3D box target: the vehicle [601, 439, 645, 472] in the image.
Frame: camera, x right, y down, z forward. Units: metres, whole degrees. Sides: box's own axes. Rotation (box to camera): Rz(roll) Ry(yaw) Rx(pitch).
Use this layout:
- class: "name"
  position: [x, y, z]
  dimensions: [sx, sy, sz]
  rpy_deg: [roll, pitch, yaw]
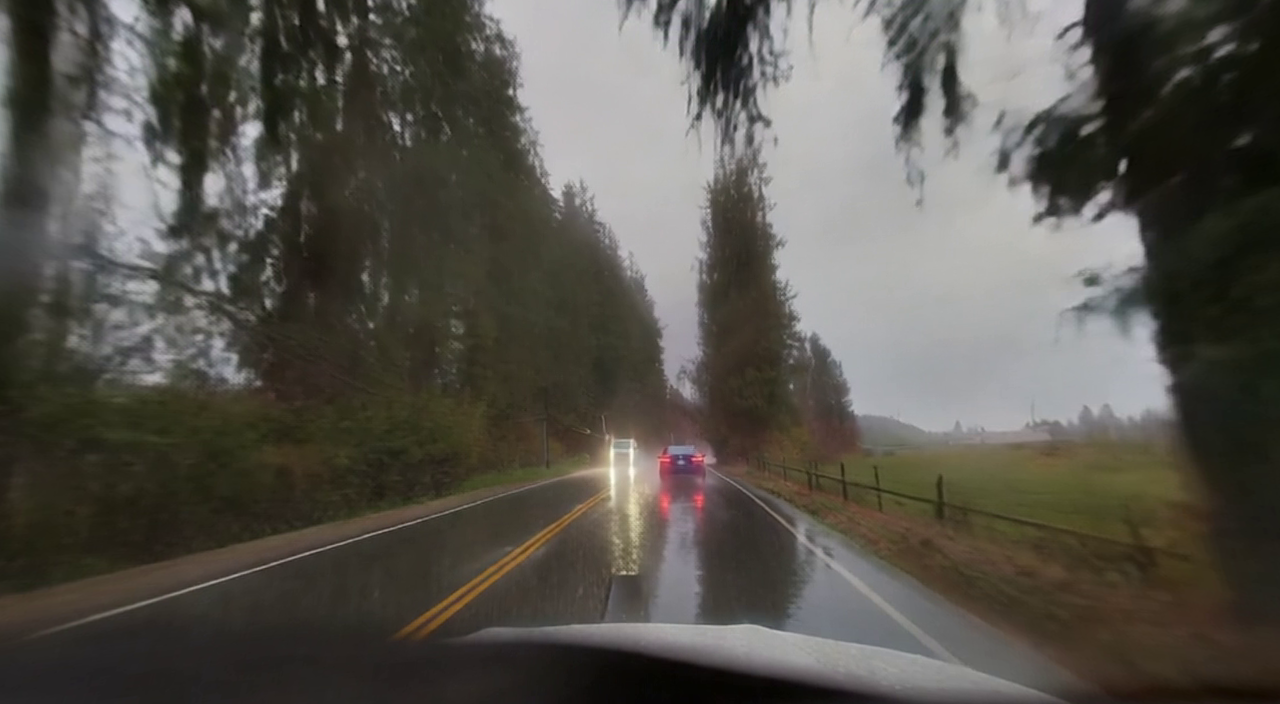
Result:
- class: "vehicle"
  position: [-1.002, 6.610, 40.544]
  dimensions: [2.291, 1.975, 4.308]
  rpy_deg: [-1, -9, 5]

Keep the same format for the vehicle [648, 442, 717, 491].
- class: "vehicle"
  position: [1.520, 4.133, 23.156]
  dimensions: [2.274, 1.583, 4.349]
  rpy_deg: [0, -9, 3]
